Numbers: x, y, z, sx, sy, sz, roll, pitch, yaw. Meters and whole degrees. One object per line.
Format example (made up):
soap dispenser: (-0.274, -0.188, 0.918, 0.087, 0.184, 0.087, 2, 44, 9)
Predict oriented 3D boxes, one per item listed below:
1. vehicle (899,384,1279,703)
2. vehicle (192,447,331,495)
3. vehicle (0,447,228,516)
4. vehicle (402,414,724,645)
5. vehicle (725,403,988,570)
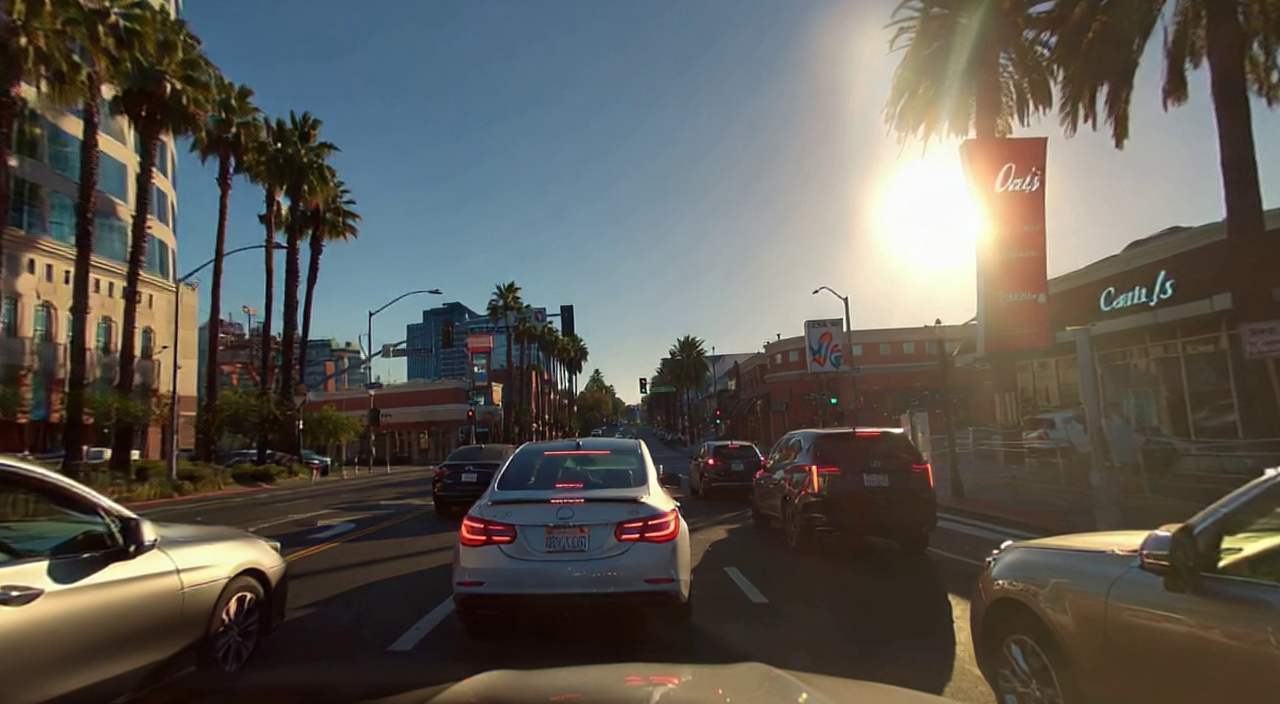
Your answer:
vehicle: (2.620, 0.811, 1.504, 2.085, 1.469, 4.458, 0, -9, 0)
vehicle: (-12.865, 4.025, 21.898, 1.856, 1.455, 4.700, 0, -9, 0)
vehicle: (-12.861, 3.141, 15.943, 1.870, 1.475, 4.531, 0, -9, 0)
vehicle: (-0.518, 1.472, 6.245, 2.096, 1.492, 4.071, 0, -9, -1)
vehicle: (2.637, 1.779, 9.088, 2.096, 1.775, 4.440, 0, -9, -1)
